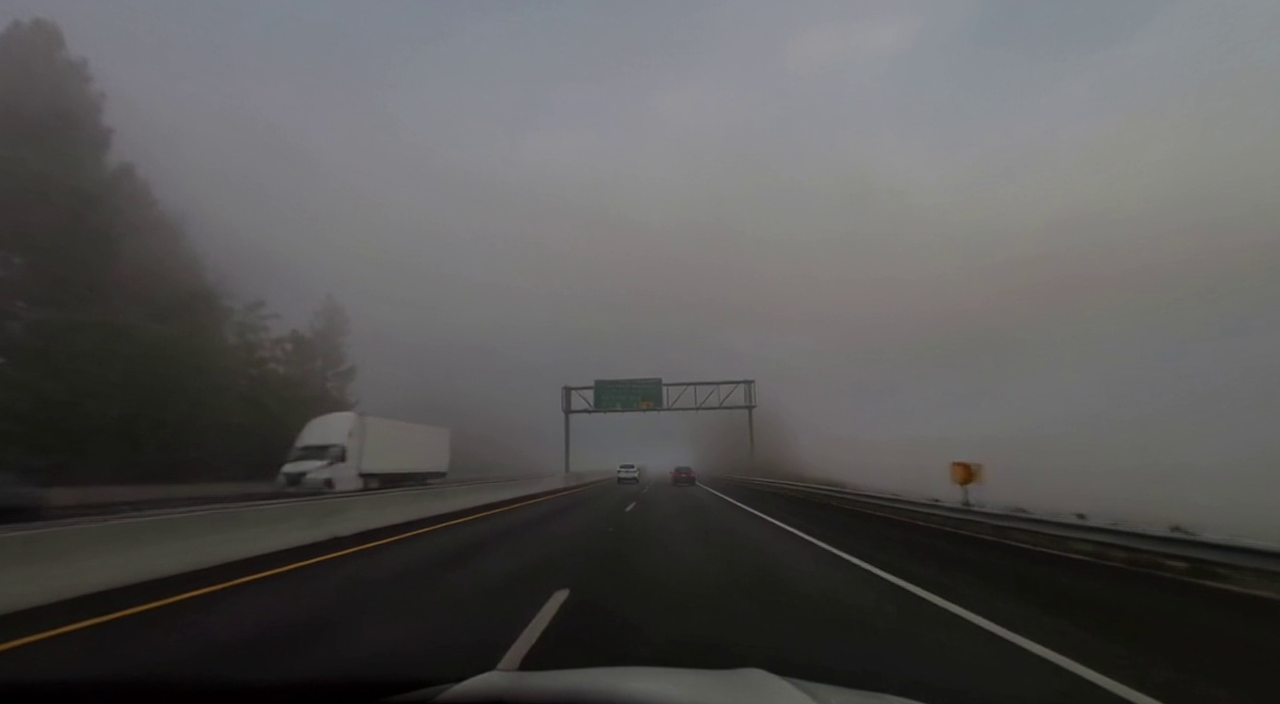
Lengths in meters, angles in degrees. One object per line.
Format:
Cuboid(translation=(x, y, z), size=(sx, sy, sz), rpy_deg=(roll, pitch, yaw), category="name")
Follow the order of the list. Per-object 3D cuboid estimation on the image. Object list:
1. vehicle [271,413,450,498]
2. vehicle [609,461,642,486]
Cuboid(translation=(-15.177, 6.162, 36.679), size=(2.896, 3.861, 14.932), rpy_deg=(0, -11, 3), category="vehicle")
Cuboid(translation=(-1.023, 9.225, 47.845), size=(2.160, 1.721, 4.368), rpy_deg=(0, -10, 3), category="vehicle")
